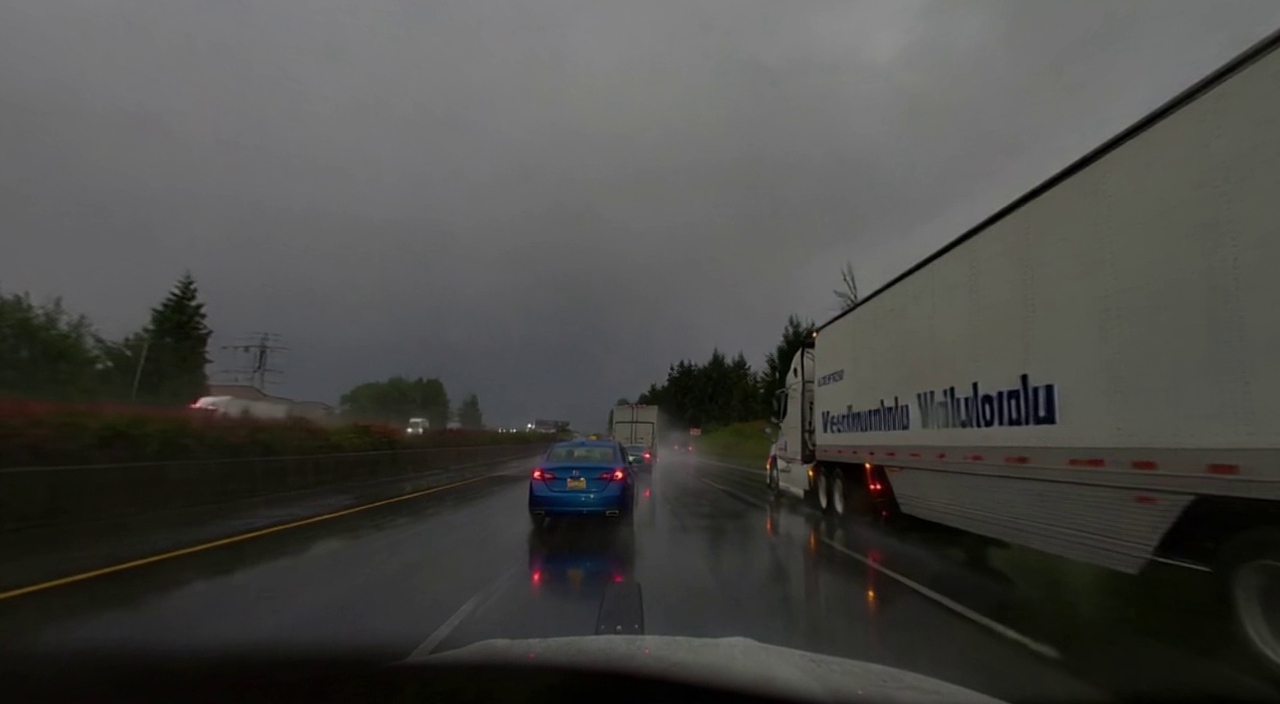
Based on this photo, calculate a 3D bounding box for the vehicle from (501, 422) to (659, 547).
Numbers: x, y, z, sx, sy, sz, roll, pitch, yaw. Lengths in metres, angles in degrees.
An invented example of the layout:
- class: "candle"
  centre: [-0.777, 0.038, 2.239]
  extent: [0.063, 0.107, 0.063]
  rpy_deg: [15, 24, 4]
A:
- class: "vehicle"
  centre: [-0.749, 2.003, 10.024]
  extent: [2.038, 1.582, 3.729]
  rpy_deg: [0, -9, 1]

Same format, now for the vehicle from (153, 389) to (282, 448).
- class: "vehicle"
  centre: [-26.760, 4.457, 40.540]
  extent: [2.720, 3.331, 8.732]
  rpy_deg: [0, -9, -4]

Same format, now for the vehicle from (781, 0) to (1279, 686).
- class: "vehicle"
  centre: [4.898, 0.489, 8.063]
  extent: [2.825, 4.043, 14.051]
  rpy_deg: [0, -9, 0]
